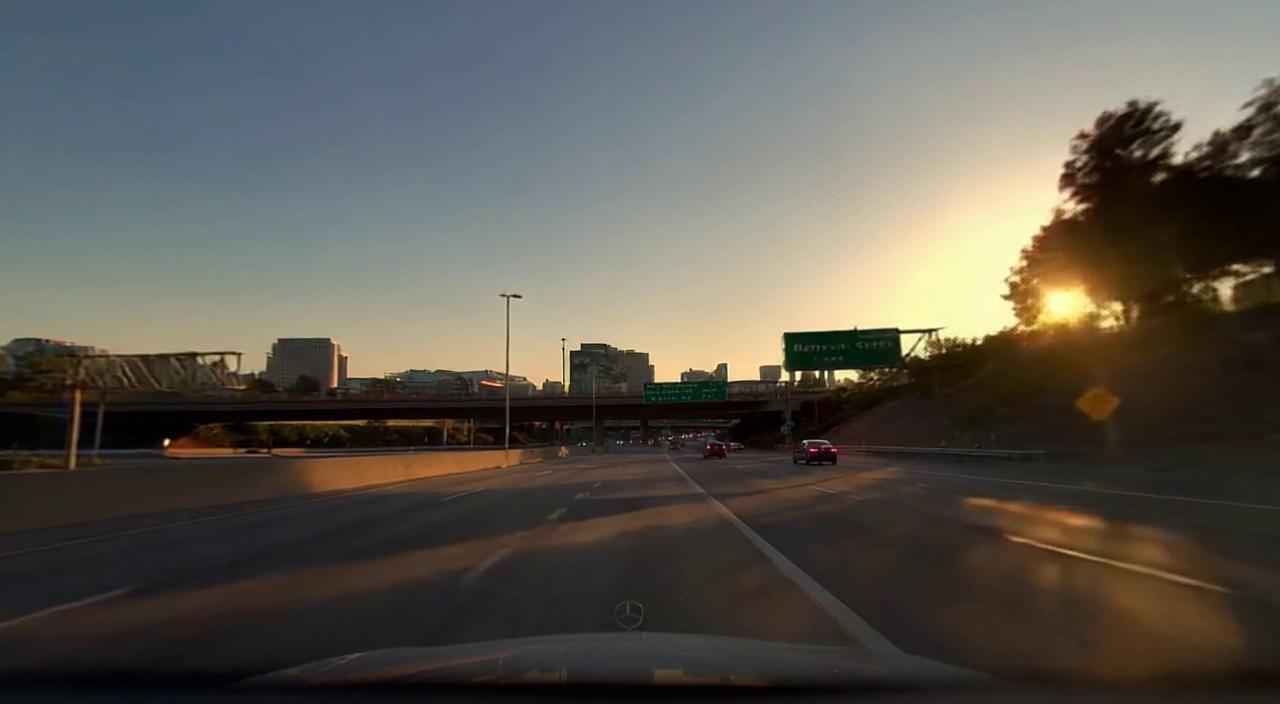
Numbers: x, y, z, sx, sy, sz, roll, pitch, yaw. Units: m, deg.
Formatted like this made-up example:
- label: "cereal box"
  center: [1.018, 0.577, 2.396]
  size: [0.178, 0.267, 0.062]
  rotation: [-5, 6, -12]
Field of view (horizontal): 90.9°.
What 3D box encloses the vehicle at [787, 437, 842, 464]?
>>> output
- label: "vehicle"
  center: [10.496, 5.951, 38.348]
  size: [2.000, 1.514, 4.585]
  rotation: [0, -8, 0]
